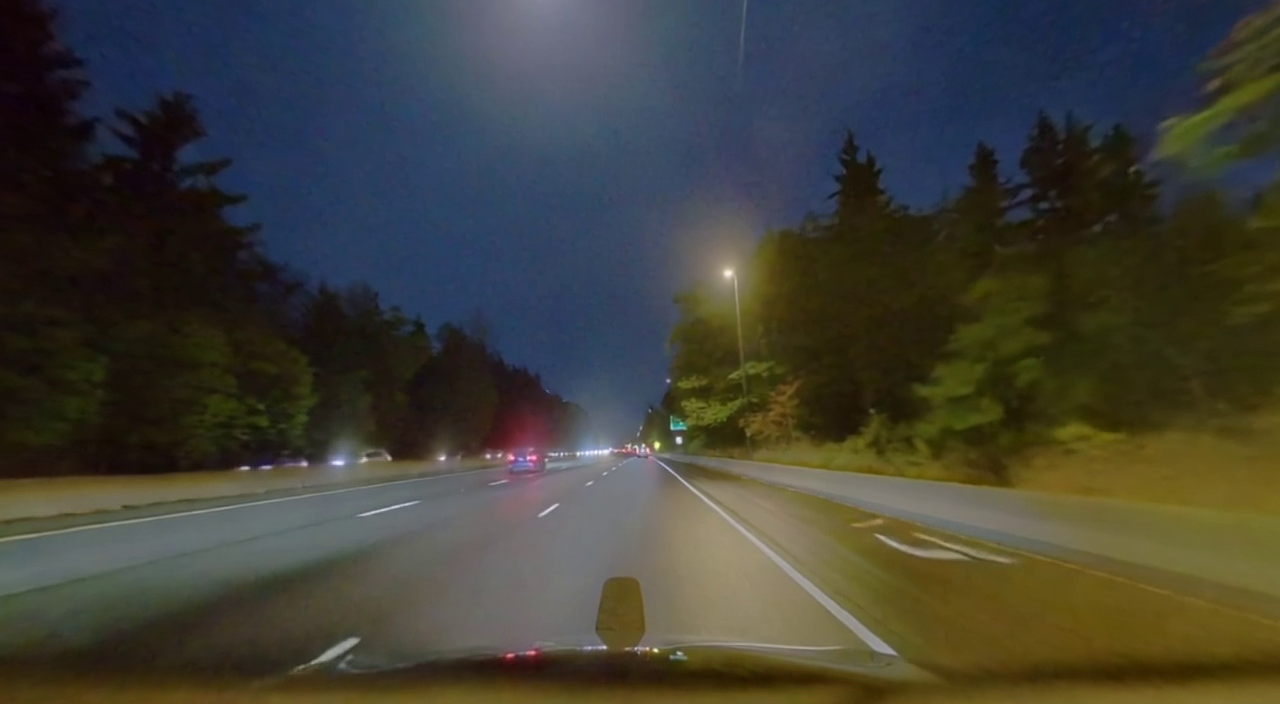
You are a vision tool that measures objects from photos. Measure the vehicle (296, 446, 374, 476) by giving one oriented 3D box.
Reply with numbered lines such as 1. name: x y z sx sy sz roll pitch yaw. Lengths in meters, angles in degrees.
1. vehicle: -17.642 6.308 36.716 2.062 1.633 4.772 0 -9 1

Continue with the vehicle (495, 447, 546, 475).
1. vehicle: -7.206 6.641 38.508 2.094 1.579 4.655 0 -9 1

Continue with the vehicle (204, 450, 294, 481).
1. vehicle: -21.503 6.255 34.862 2.099 1.568 4.351 0 -9 1
